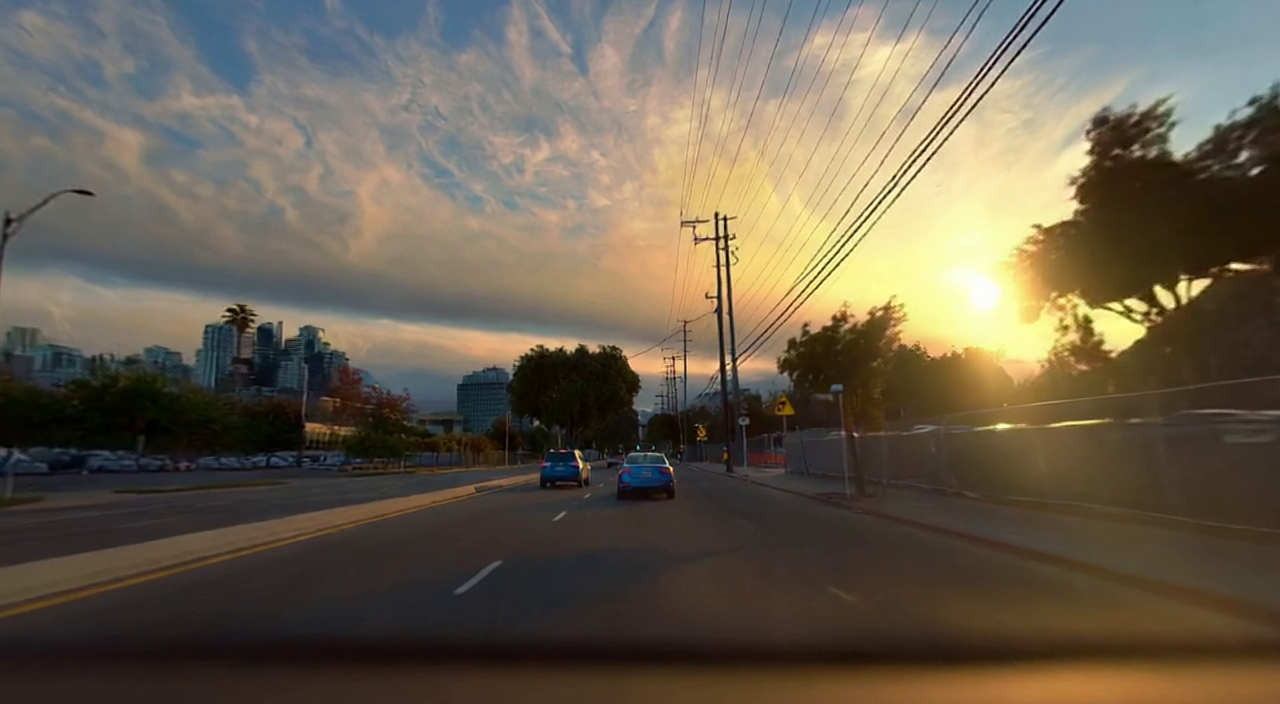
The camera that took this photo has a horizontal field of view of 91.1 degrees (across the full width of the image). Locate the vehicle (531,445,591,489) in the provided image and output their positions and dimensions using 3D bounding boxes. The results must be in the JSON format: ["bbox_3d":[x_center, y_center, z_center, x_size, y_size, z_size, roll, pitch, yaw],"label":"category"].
[{"bbox_3d":[-3.537,5.258,29.022,2.078,1.804,4.387,-1,-9,1],"label":"vehicle"}]

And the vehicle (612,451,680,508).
[{"bbox_3d":[0.185,4.197,21.149,2.059,1.691,3.980,-1,-9,0],"label":"vehicle"}]
